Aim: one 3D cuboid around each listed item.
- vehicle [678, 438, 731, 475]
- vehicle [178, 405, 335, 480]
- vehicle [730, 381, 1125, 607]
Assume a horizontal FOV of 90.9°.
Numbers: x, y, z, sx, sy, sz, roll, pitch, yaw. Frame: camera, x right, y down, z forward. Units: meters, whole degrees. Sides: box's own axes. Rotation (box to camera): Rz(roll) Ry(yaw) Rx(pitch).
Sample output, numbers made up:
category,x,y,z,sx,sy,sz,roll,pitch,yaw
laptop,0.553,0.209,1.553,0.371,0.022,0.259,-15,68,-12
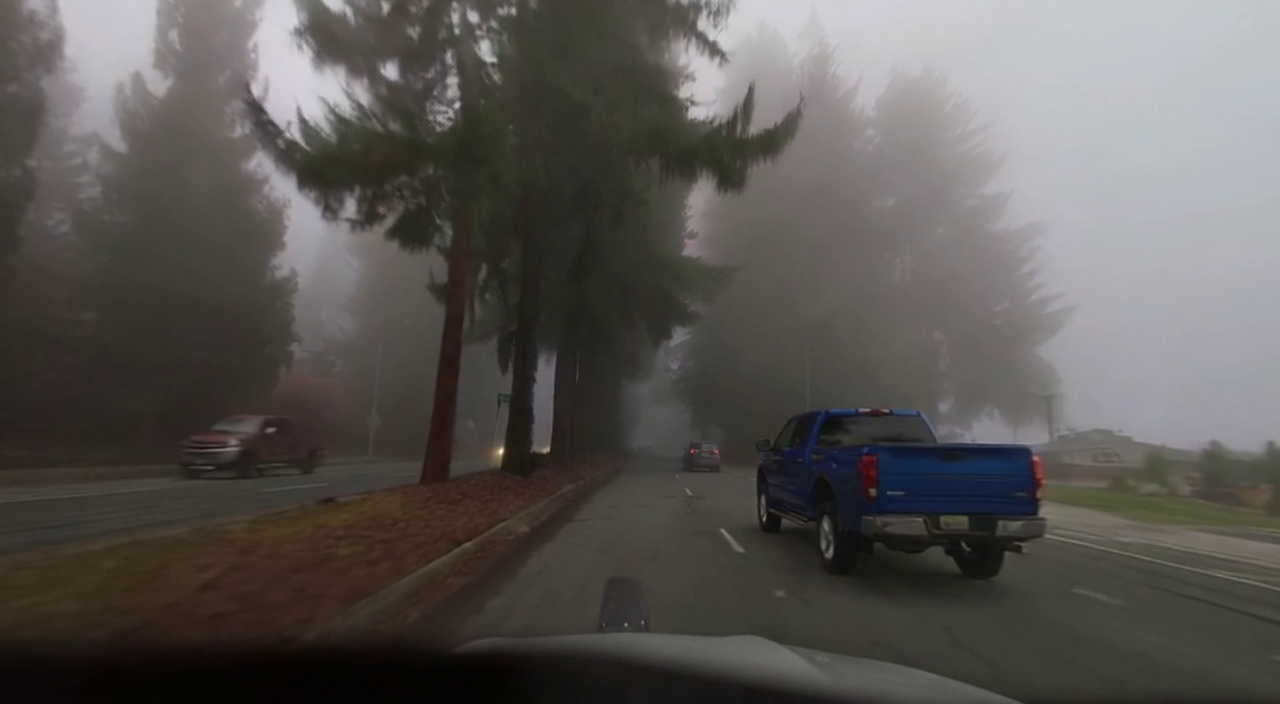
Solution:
category,x,y,z,sx,sy,sz,roll,pitch,yaw
vehicle,3.157,5.211,31.761,2.108,1.712,4.616,0,-8,0
vehicle,-14.614,3.533,24.619,2.359,2.543,5.850,0,-8,1
vehicle,2.895,1.629,8.366,2.553,1.942,5.679,0,-8,0
